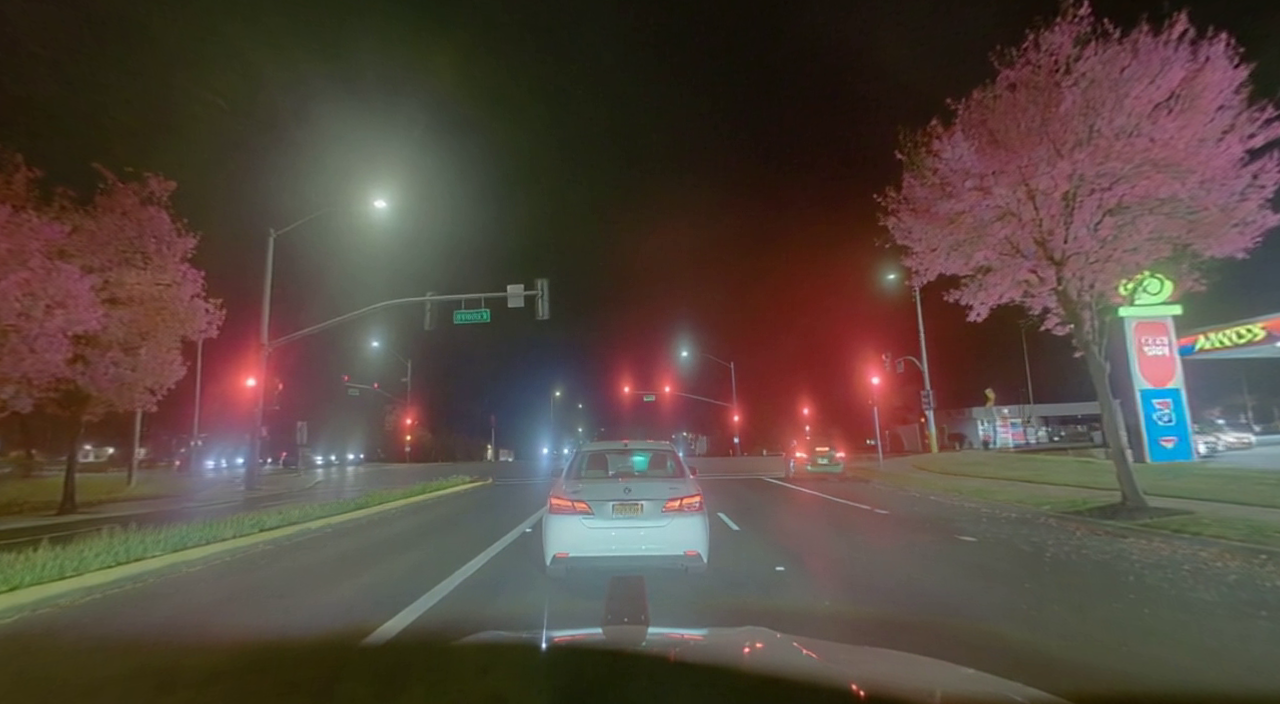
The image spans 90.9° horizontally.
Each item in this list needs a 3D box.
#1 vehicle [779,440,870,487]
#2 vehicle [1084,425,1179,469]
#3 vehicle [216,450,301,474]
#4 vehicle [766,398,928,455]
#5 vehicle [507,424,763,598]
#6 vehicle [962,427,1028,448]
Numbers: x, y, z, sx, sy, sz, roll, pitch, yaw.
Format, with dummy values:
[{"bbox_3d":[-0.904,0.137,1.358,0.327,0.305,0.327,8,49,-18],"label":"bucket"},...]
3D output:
[{"bbox_3d":[6.484,3.953,22.675,1.942,1.511,4.390,0,-8,0],"label":"vehicle"},{"bbox_3d":[18.583,3.568,23.753,4.300,1.495,2.053,8,-11,-43],"label":"vehicle"},{"bbox_3d":[-25.074,7.239,41.512,4.609,1.465,1.944,-2,-8,12],"label":"vehicle"},{"bbox_3d":[15.033,5.569,46.253,10.890,3.868,3.021,-4,-9,25],"label":"vehicle"},{"bbox_3d":[-0.066,1.674,7.546,2.213,1.482,4.057,0,-8,-1],"label":"vehicle"},{"bbox_3d":[27.334,6.598,48.654,3.968,1.572,1.740,0,-9,3],"label":"vehicle"}]
